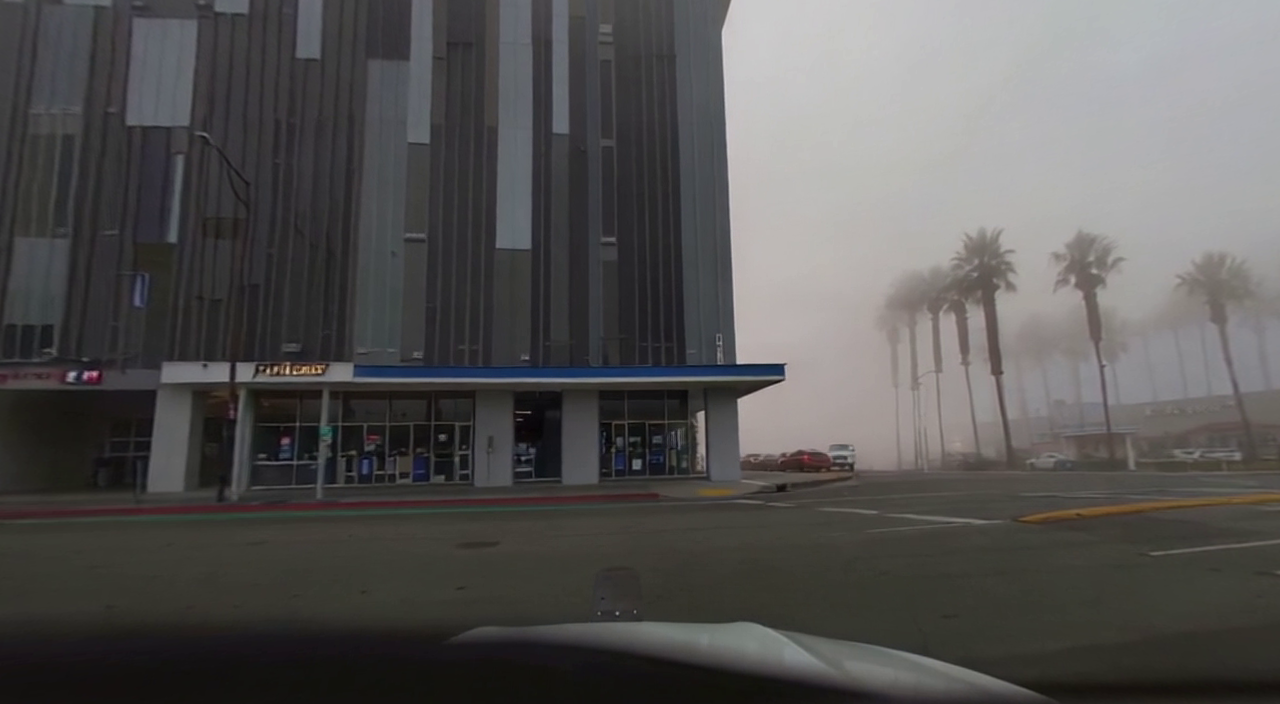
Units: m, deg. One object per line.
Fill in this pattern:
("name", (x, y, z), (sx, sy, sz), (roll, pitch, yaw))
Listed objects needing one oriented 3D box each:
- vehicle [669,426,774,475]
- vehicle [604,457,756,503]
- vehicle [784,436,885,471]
("vehicle", (4.725, 5.692, 36.541), (5.524, 2.504, 2.196), (6, -8, -18))
("vehicle", (1.333, 4.238, 21.206), (4.782, 1.371, 1.763), (4, -9, -22))
("vehicle", (14.289, 7.477, 46.479), (7.026, 2.329, 2.545), (4, -7, -21))
